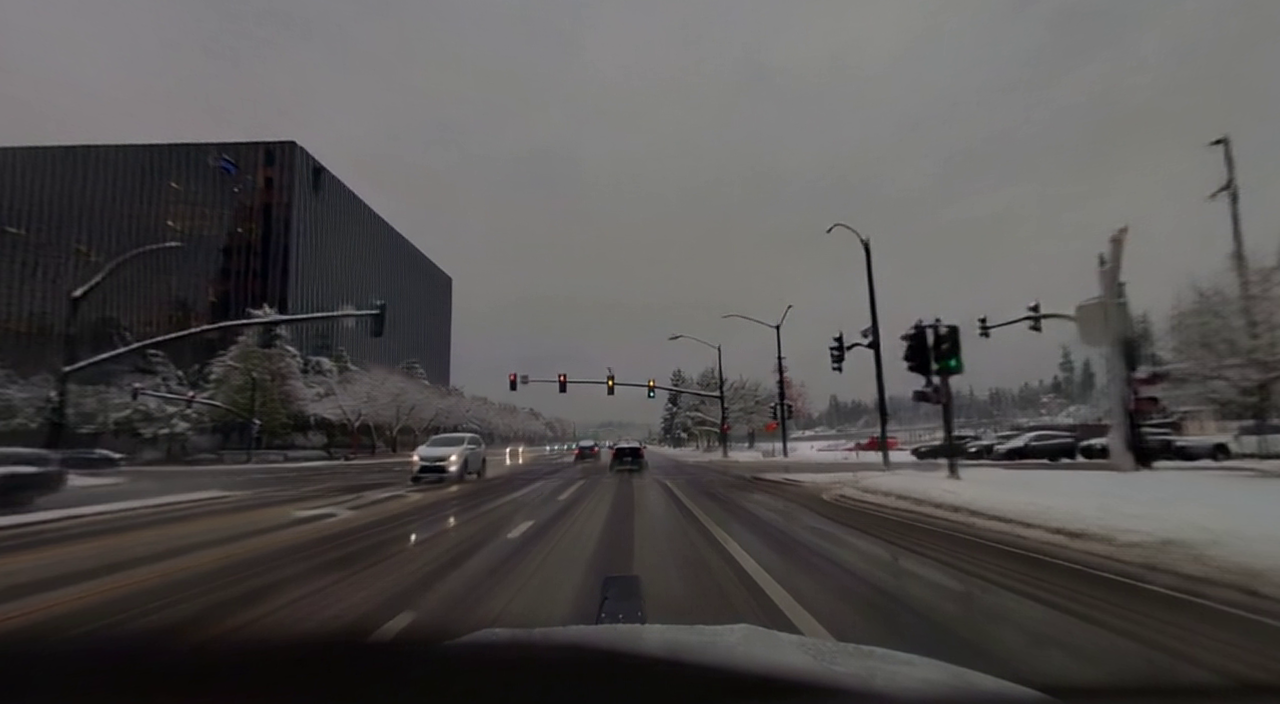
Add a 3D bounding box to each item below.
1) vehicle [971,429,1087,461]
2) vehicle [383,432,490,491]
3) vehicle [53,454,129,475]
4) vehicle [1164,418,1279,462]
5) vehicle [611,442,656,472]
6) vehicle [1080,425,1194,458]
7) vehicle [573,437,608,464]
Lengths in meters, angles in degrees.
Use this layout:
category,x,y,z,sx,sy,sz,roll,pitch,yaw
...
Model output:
category,x,y,z,sx,sy,sz,roll,pitch,yaw
vehicle,20.356,4.915,33.281,4.778,1.588,1.822,-3,-9,17
vehicle,-6.340,3.452,20.261,1.937,1.659,4.259,0,-8,1
vehicle,-41.468,8.497,47.696,4.723,1.482,1.954,-3,-10,17
vehicle,29.271,4.211,30.480,5.696,1.795,1.856,-5,-7,15
vehicle,-0.334,5.153,31.252,2.050,1.385,4.096,0,-8,-1
vehicle,27.234,4.932,34.805,4.424,1.713,1.887,-2,-8,16
vehicle,-3.419,6.940,44.580,2.001,1.784,4.483,0,-8,1
